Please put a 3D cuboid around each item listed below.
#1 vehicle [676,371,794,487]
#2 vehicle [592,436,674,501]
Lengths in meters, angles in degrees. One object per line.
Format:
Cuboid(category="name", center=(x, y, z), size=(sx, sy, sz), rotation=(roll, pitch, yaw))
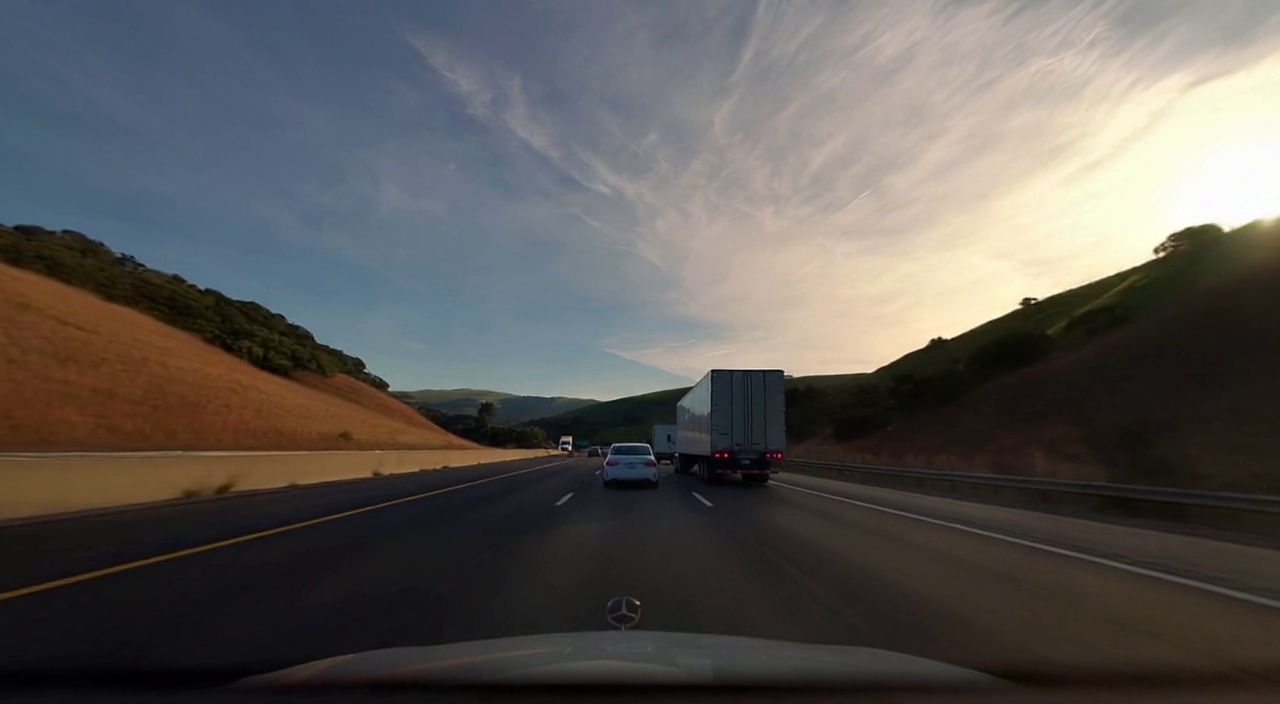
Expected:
Cuboid(category="vehicle", center=(3.718, 3.762, 29.134), size=(2.812, 4.024, 14.098), rotation=(0, -9, -2))
Cuboid(category="vehicle", center=(-0.223, 3.306, 18.242), size=(2.109, 1.639, 3.768), rotation=(0, -9, -1))
